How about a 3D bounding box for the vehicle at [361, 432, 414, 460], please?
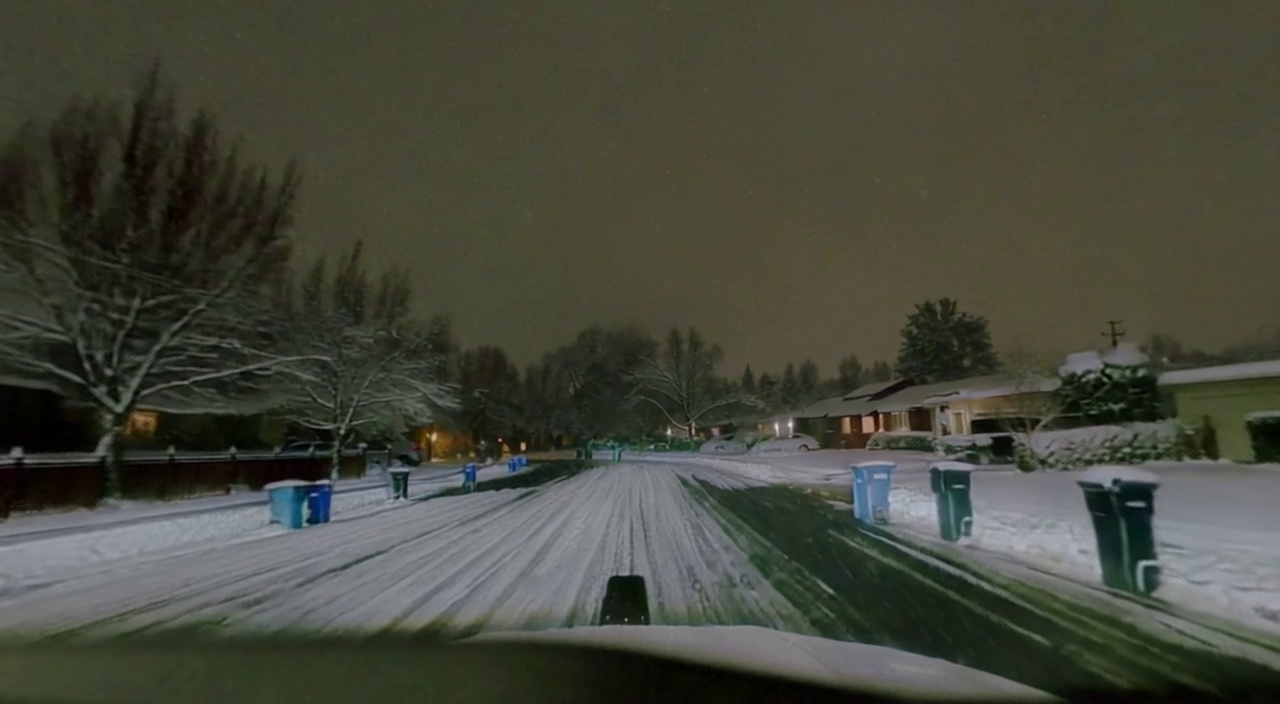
[{"bbox_3d":[-18.640,6.986,46.756,2.407,1.912,5.091,1,-8,-8],"label":"vehicle"}]
